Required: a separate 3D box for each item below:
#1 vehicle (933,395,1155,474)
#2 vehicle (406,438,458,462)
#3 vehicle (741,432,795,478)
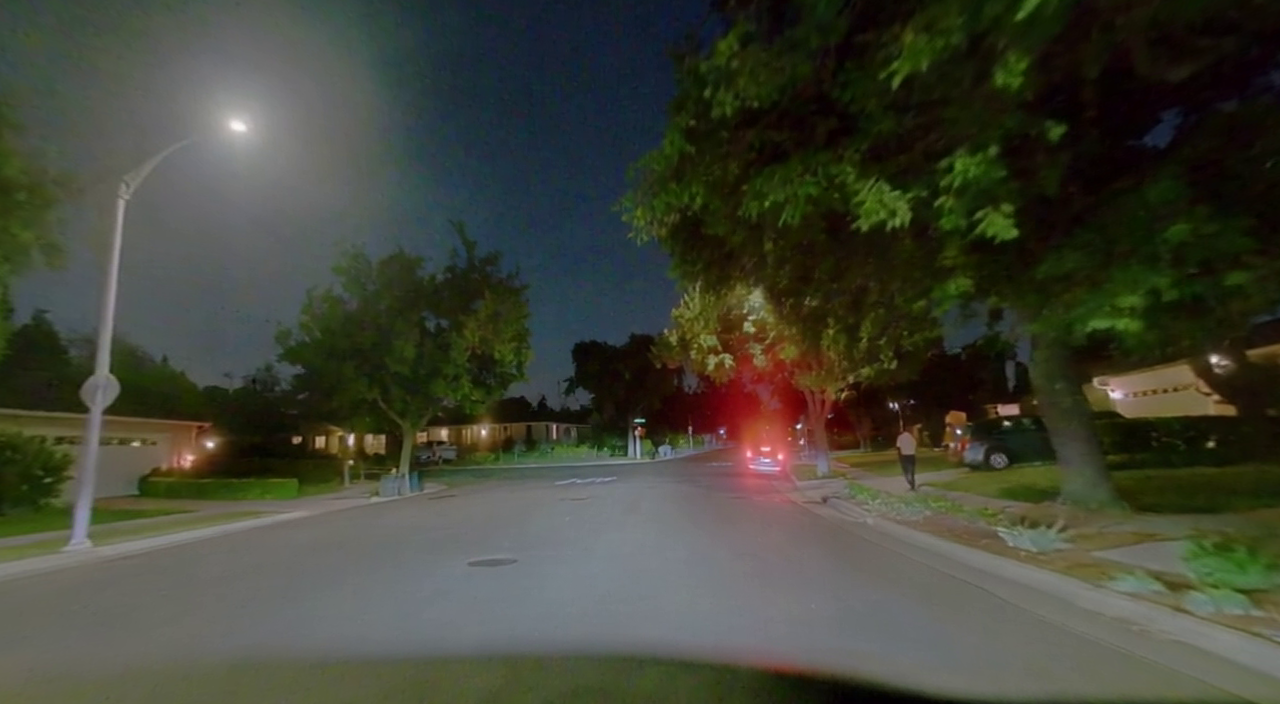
[{"bbox_3d":[11.419,2.390,18.204,4.780,1.765,2.103,-5,-8,3],"label":"vehicle"},{"bbox_3d":[-16.168,7.613,49.406,2.021,1.798,4.491,-1,-8,8],"label":"vehicle"},{"bbox_3d":[5.509,4.318,26.883,2.053,1.737,4.375,-2,-8,13],"label":"vehicle"}]
